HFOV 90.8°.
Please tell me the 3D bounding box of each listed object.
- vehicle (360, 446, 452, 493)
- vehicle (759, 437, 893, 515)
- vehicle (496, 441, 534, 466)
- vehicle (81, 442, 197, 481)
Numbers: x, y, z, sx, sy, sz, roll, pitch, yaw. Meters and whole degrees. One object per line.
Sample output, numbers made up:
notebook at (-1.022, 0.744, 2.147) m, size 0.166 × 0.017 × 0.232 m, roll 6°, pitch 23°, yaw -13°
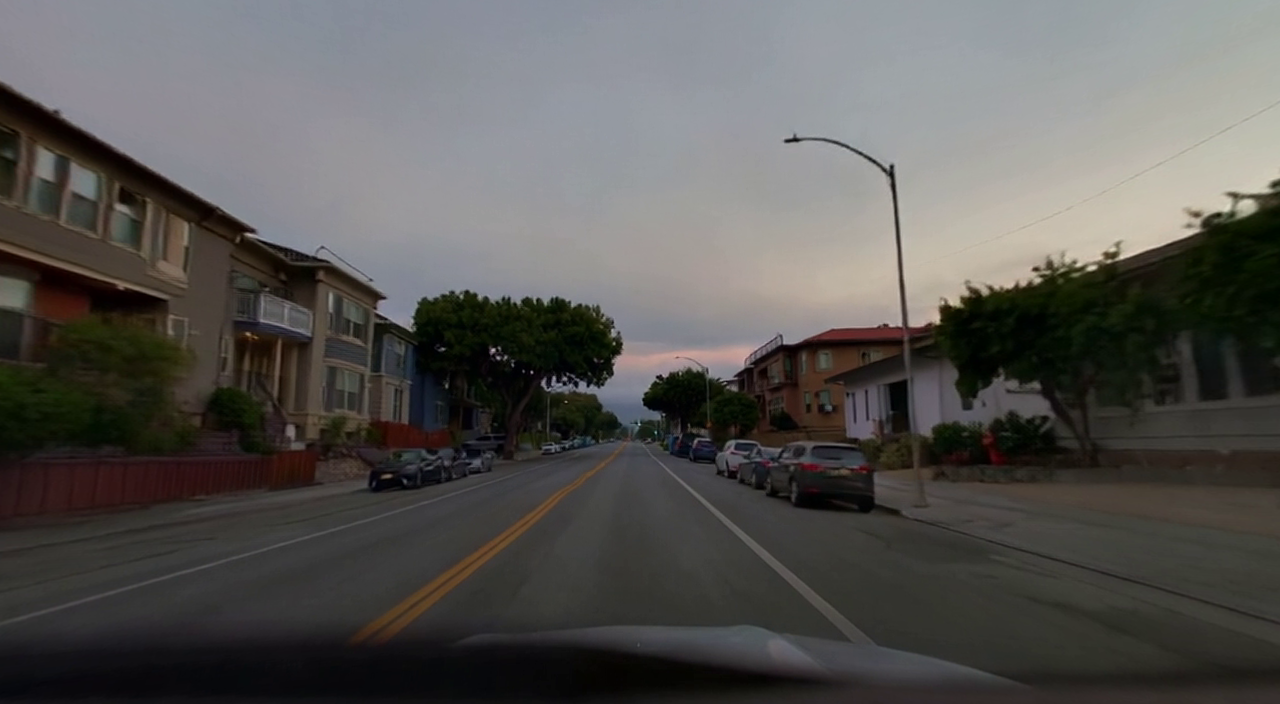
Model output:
vehicle at (-8.175, 4.114, 22.472) m, size 1.852 × 1.482 × 3.916 m, roll -1°, pitch -9°, yaw -2°
vehicle at (4.135, 2.796, 14.746) m, size 1.845 × 1.556 × 3.929 m, roll 0°, pitch -8°, yaw -1°
vehicle at (-8.311, 6.761, 42.344) m, size 1.883 × 1.565 × 3.655 m, roll -2°, pitch -8°, yaw -1°
vehicle at (-20.475, 4.453, 26.034) m, size 1.800 × 1.475 × 3.604 m, roll 0°, pitch -8°, yaw -1°
